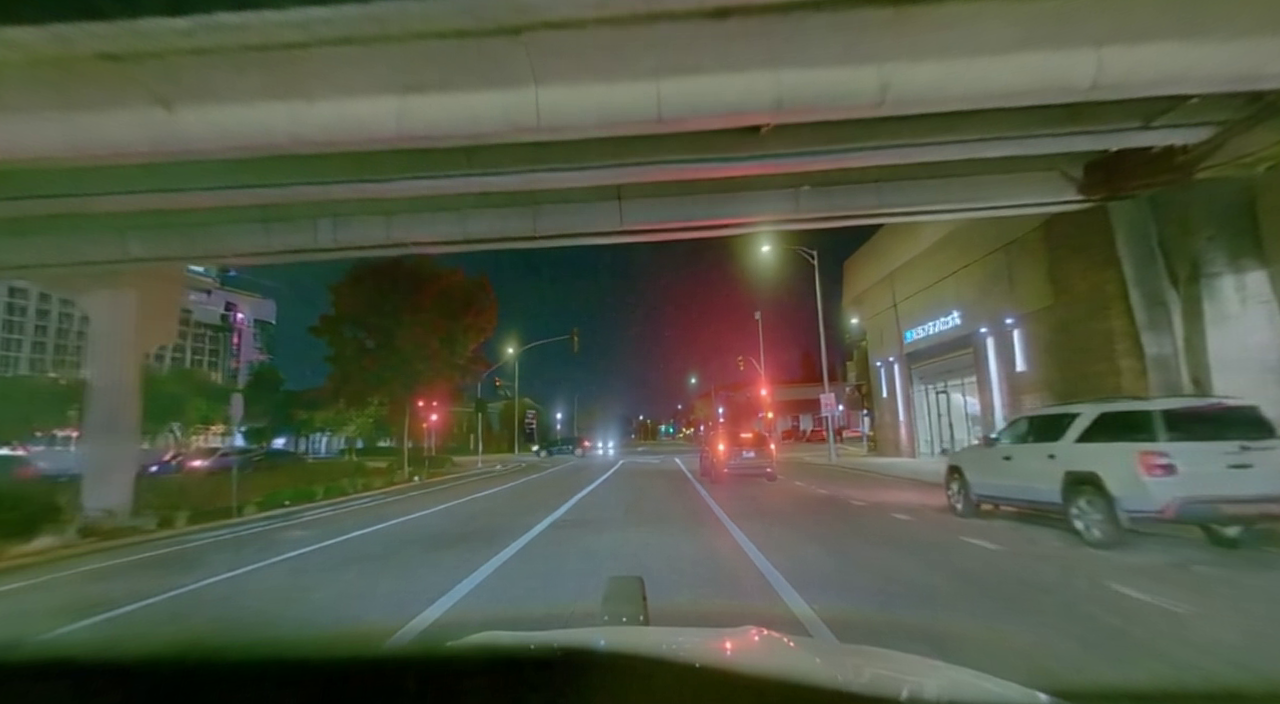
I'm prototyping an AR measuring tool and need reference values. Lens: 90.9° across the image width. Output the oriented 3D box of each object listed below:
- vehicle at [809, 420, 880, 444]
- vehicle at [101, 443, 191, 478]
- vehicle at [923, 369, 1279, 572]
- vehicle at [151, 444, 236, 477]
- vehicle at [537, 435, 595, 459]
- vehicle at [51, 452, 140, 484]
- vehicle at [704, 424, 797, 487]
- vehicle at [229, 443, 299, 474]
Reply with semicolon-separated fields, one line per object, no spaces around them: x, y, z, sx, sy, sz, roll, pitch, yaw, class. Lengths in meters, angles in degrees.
15.259;5.988;47.252;4.611;1.778;1.939;0;-8;1;vehicle
-29.804;6.529;38.241;1.811;1.942;4.376;0;-8;1;vehicle
6.855;1.619;9.560;2.433;2.116;5.789;0;-8;0;vehicle
-27.040;6.534;38.400;1.807;1.795;4.566;0;-8;1;vehicle
-5.180;6.599;43.908;2.099;1.562;4.037;7;-10;-41;vehicle
-32.850;6.970;38.183;1.735;1.721;3.993;0;-8;1;vehicle
3.011;2.903;18.038;1.947;1.576;3.825;0;-8;0;vehicle
-22.675;6.413;38.231;1.757;1.699;3.854;0;-8;2;vehicle
